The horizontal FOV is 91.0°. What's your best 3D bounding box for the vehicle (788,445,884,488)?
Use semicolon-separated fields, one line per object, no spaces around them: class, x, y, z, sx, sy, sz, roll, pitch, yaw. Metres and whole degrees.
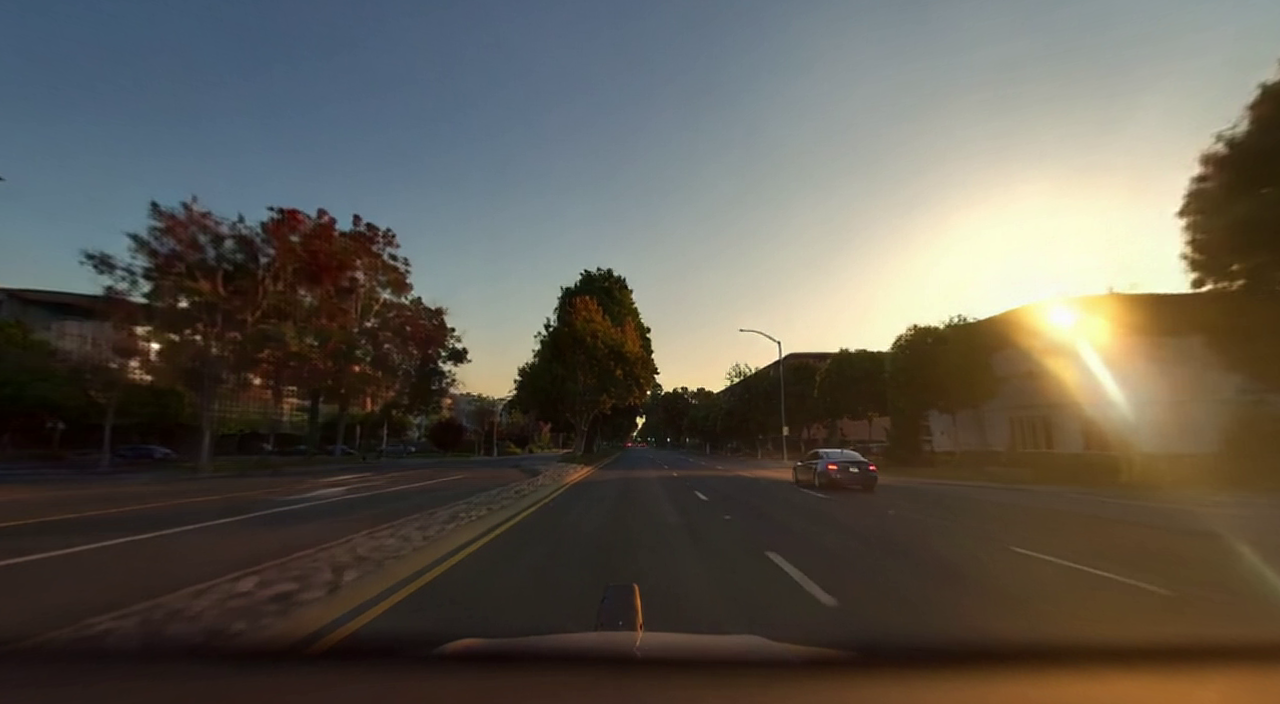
vehicle;7.109;4.190;23.426;2.054;1.421;4.487;0;-8;-1
